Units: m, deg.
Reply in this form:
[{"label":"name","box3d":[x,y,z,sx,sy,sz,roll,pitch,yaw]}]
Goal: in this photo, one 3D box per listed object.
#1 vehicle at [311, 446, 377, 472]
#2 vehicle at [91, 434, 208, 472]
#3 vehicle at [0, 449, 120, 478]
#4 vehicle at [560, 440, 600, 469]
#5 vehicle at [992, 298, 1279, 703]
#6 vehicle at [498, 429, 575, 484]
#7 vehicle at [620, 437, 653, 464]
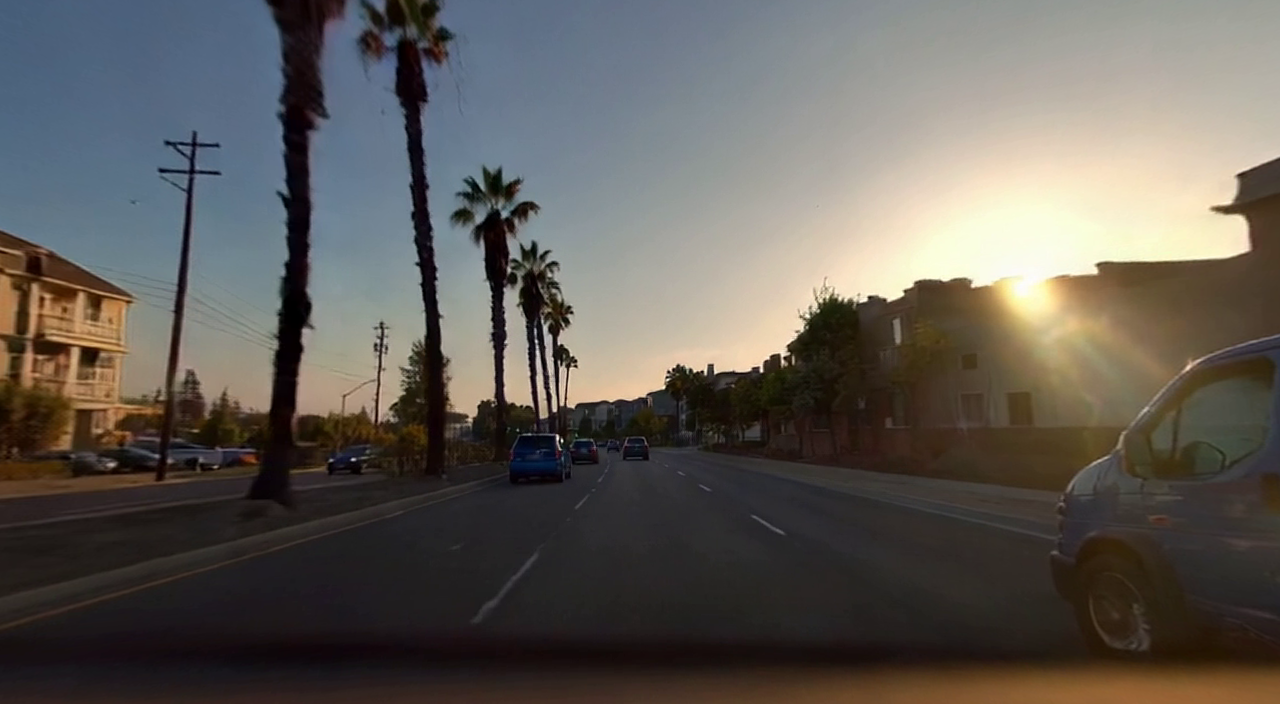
[{"label":"vehicle","box3d":[-18.729,6.776,40.226,1.911,1.479,4.713,0,-8,1]},{"label":"vehicle","box3d":[-30.264,6.233,39.085,5.583,2.103,2.086,-1,-6,2]},{"label":"vehicle","box3d":[-30.509,5.854,33.258,4.474,1.393,1.920,1,-7,-1]},{"label":"vehicle","box3d":[-3.219,5.587,34.662,1.869,1.454,4.142,0,-8,-1]},{"label":"vehicle","box3d":[3.699,0.678,2.075,2.234,1.912,4.847,0,-8,0]},{"label":"vehicle","box3d":[-3.482,3.611,22.020,1.967,1.703,4.157,0,-8,0]},{"label":"vehicle","box3d":[-0.275,6.729,43.447,2.191,1.761,3.857,0,-8,-2]}]
